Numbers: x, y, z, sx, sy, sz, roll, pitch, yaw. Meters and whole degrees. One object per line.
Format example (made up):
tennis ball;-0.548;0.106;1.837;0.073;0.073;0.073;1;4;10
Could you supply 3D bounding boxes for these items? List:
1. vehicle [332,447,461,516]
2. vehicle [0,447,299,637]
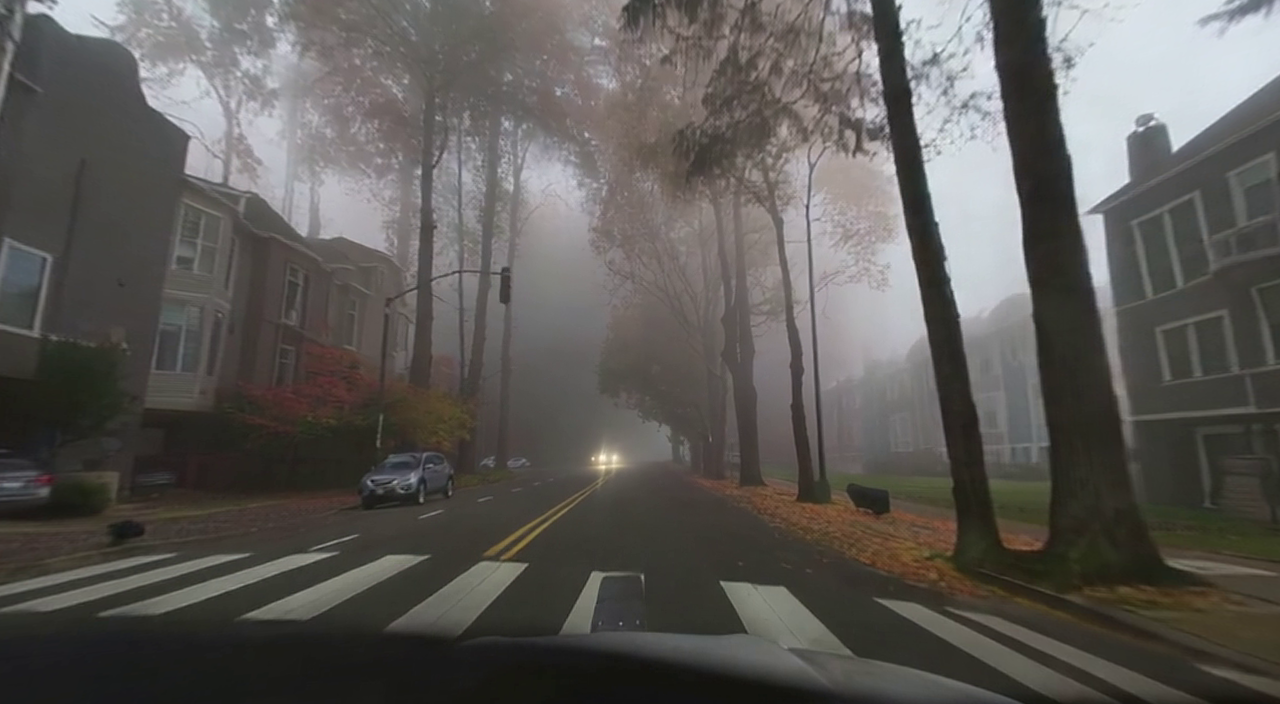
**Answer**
vehicle;-7.402;3.931;19.950;2.129;1.730;5.544;0;-8;-3
vehicle;-6.371;1.910;7.466;2.235;1.530;4.471;0;-9;-1
